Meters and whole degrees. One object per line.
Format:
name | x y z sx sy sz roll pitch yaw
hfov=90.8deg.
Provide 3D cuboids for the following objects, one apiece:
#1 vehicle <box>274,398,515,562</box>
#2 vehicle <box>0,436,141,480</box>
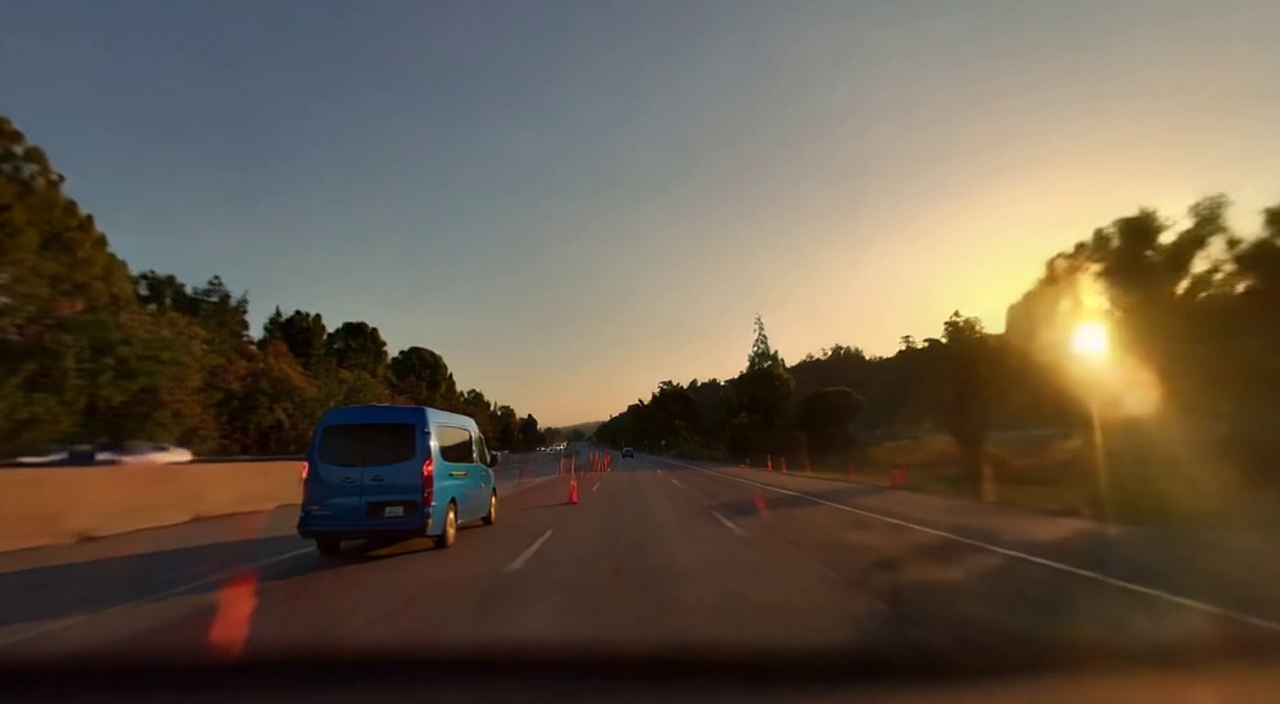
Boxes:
vehicle | -3.442 1.913 10.020 2.046 1.982 4.465 0 -9 -1
vehicle | -23.789 4.418 26.489 1.926 1.681 4.655 0 -9 -1
